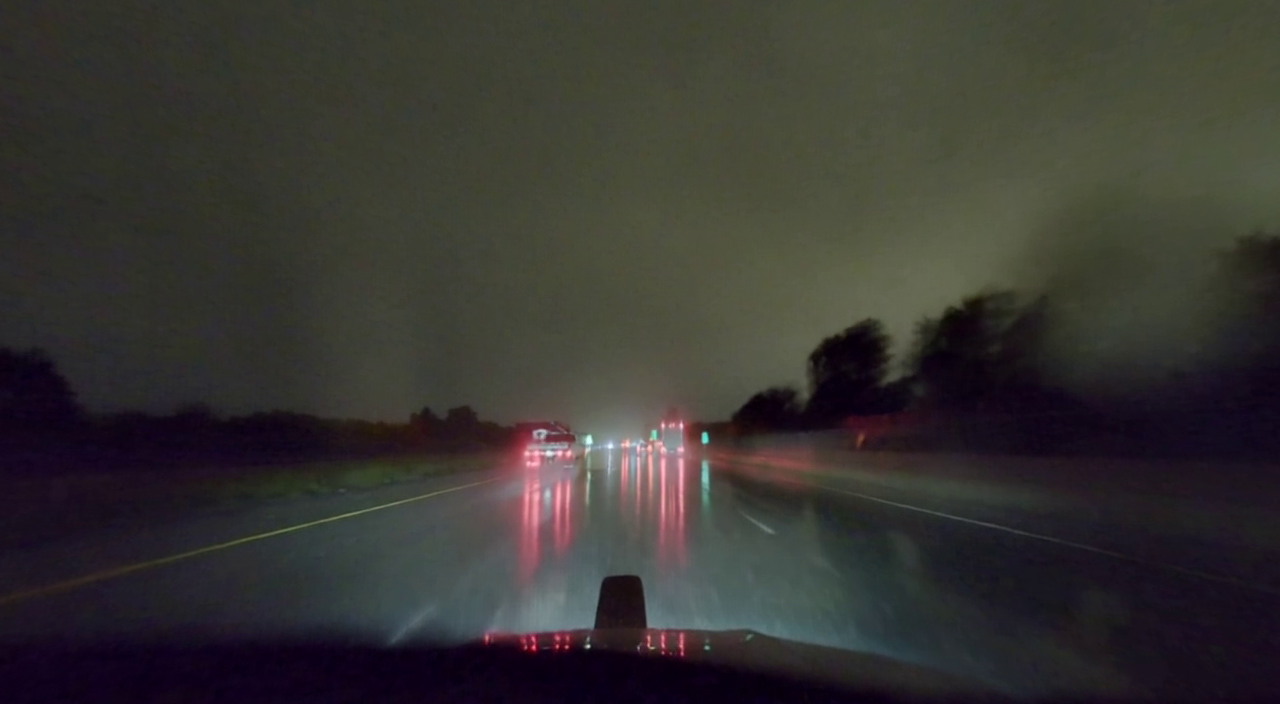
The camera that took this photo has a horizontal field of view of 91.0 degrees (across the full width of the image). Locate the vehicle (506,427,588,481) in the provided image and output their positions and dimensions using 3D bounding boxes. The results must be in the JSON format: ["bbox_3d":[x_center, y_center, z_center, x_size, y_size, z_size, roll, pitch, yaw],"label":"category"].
[{"bbox_3d":[-3.560,4.047,25.288,2.379,1.918,5.504,0,-8,1],"label":"vehicle"}]
